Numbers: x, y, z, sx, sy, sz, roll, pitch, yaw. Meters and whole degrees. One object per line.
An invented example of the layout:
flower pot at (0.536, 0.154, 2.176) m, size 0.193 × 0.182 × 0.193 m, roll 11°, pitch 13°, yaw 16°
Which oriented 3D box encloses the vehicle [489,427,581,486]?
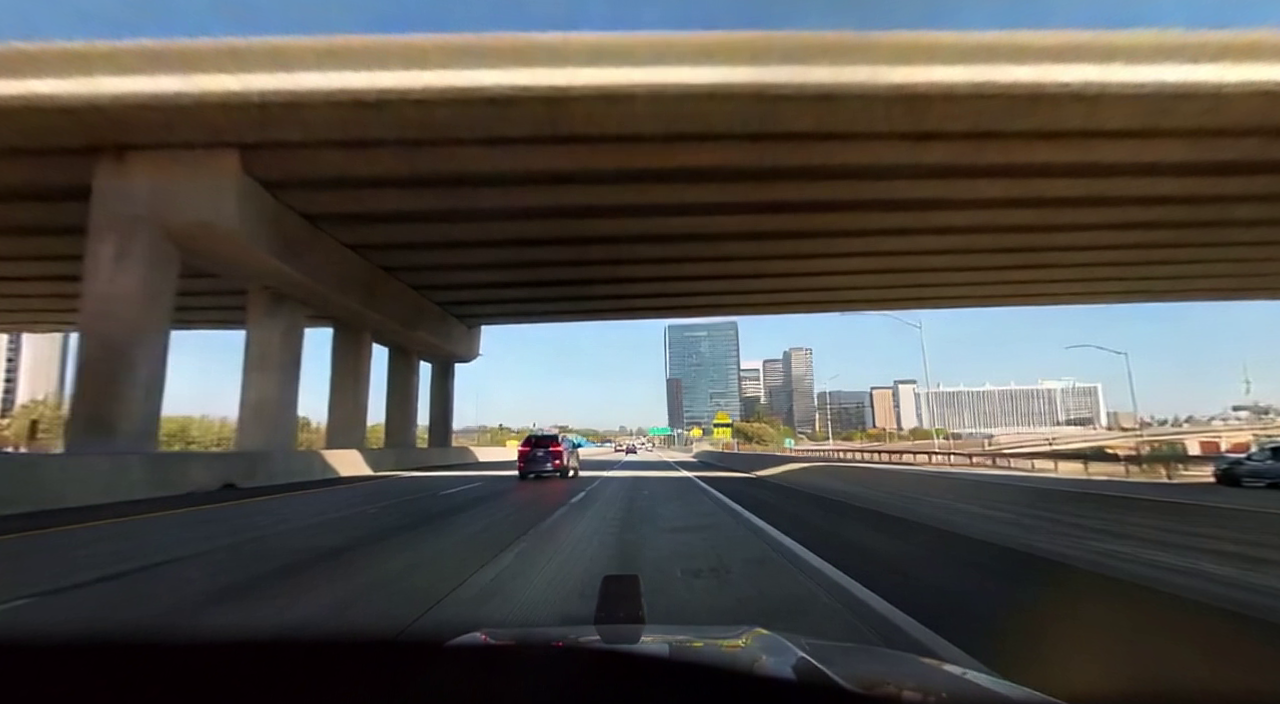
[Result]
vehicle at (-3.343, 3.465, 21.081) m, size 2.203 × 1.734 × 4.600 m, roll 0°, pitch -9°, yaw 1°
